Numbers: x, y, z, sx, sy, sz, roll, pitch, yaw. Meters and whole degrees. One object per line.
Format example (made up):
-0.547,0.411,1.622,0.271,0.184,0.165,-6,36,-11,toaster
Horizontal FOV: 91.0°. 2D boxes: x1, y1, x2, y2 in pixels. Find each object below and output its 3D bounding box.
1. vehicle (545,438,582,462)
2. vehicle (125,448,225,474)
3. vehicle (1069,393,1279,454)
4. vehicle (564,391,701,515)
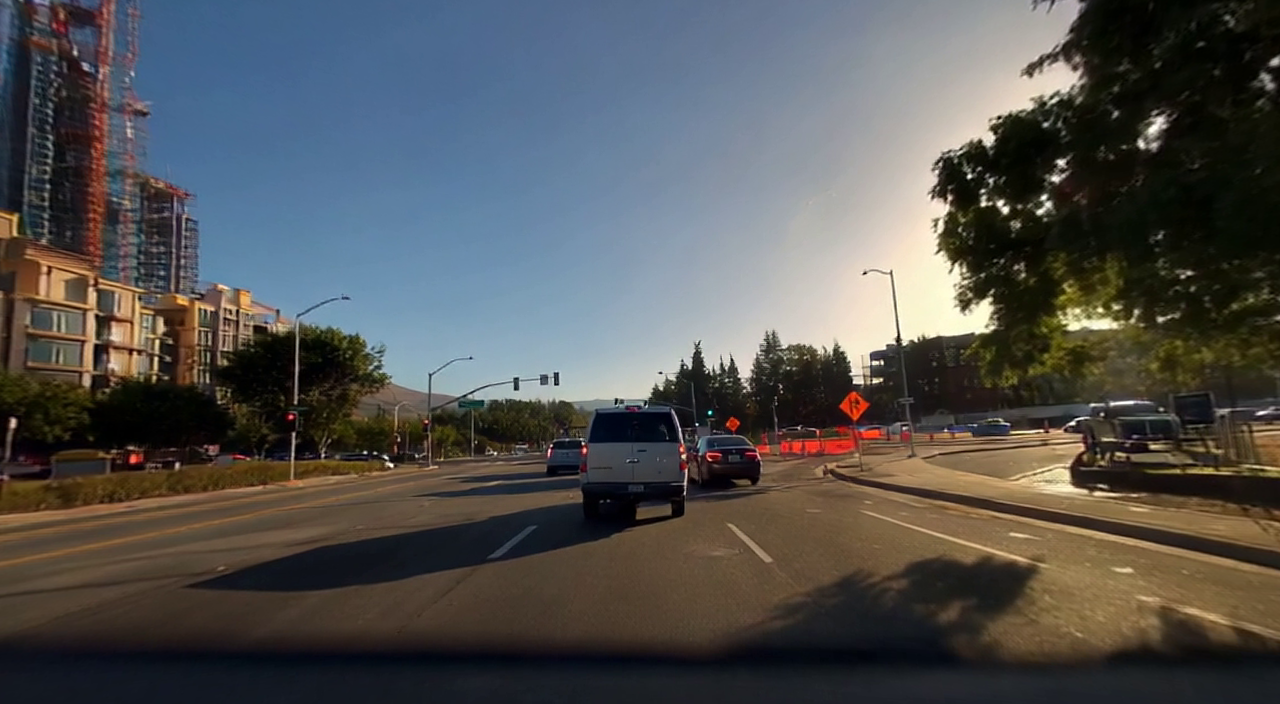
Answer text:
-5.920,7.612,49.105,2.068,1.750,4.361,-1,-8,3,vehicle
-36.048,8.425,48.948,5.755,1.945,2.403,0,-8,-1,vehicle
14.806,2.015,17.194,4.986,1.467,2.025,-6,-10,34,vehicle
-0.277,2.158,13.798,2.350,2.122,5.801,0,-8,-3,vehicle
